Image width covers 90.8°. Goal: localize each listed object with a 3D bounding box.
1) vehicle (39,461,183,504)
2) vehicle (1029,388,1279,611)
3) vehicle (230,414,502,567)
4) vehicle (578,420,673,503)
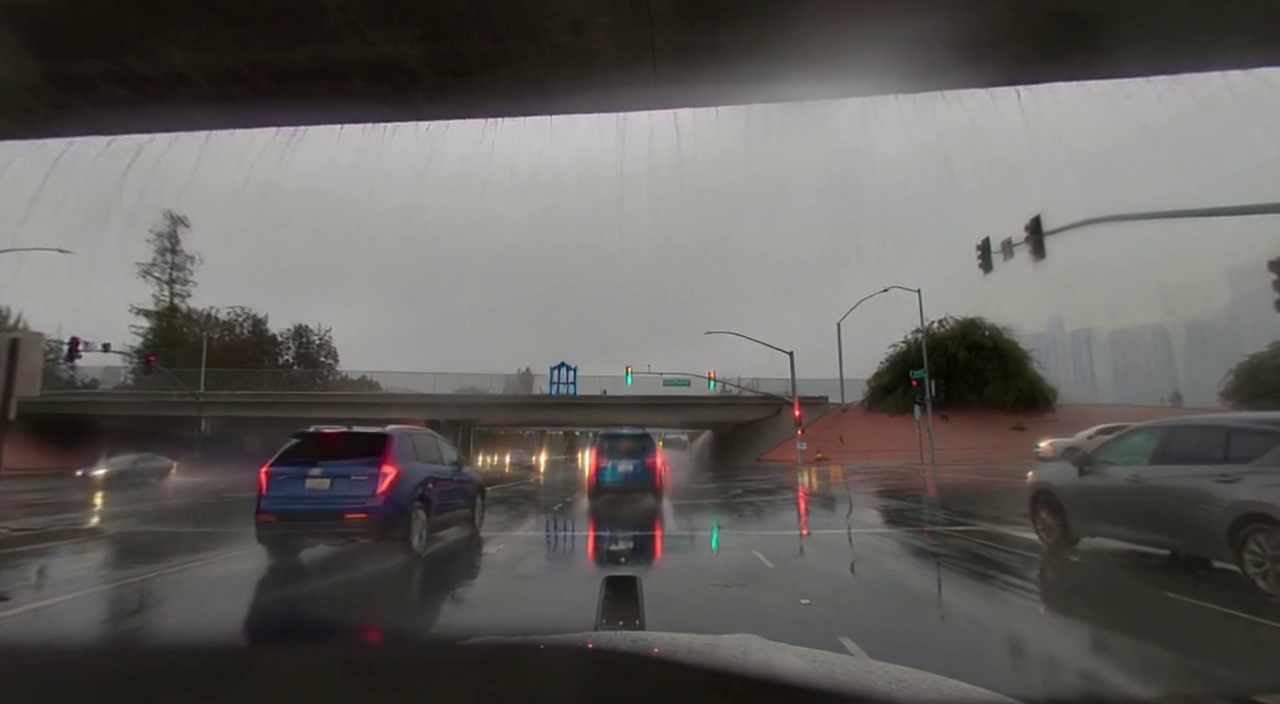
[{"bbox_3d":[-23.065,5.673,27.896,2.044,1.584,5.067,0,-8,-1],"label":"vehicle"},{"bbox_3d":[6.226,1.343,6.166,2.074,1.785,4.320,0,-8,0],"label":"vehicle"},{"bbox_3d":[-3.727,1.968,9.787,2.060,1.768,4.681,0,-8,1],"label":"vehicle"},{"bbox_3d":[-0.426,3.067,18.124,2.342,2.026,4.642,0,-8,-2],"label":"vehicle"}]
